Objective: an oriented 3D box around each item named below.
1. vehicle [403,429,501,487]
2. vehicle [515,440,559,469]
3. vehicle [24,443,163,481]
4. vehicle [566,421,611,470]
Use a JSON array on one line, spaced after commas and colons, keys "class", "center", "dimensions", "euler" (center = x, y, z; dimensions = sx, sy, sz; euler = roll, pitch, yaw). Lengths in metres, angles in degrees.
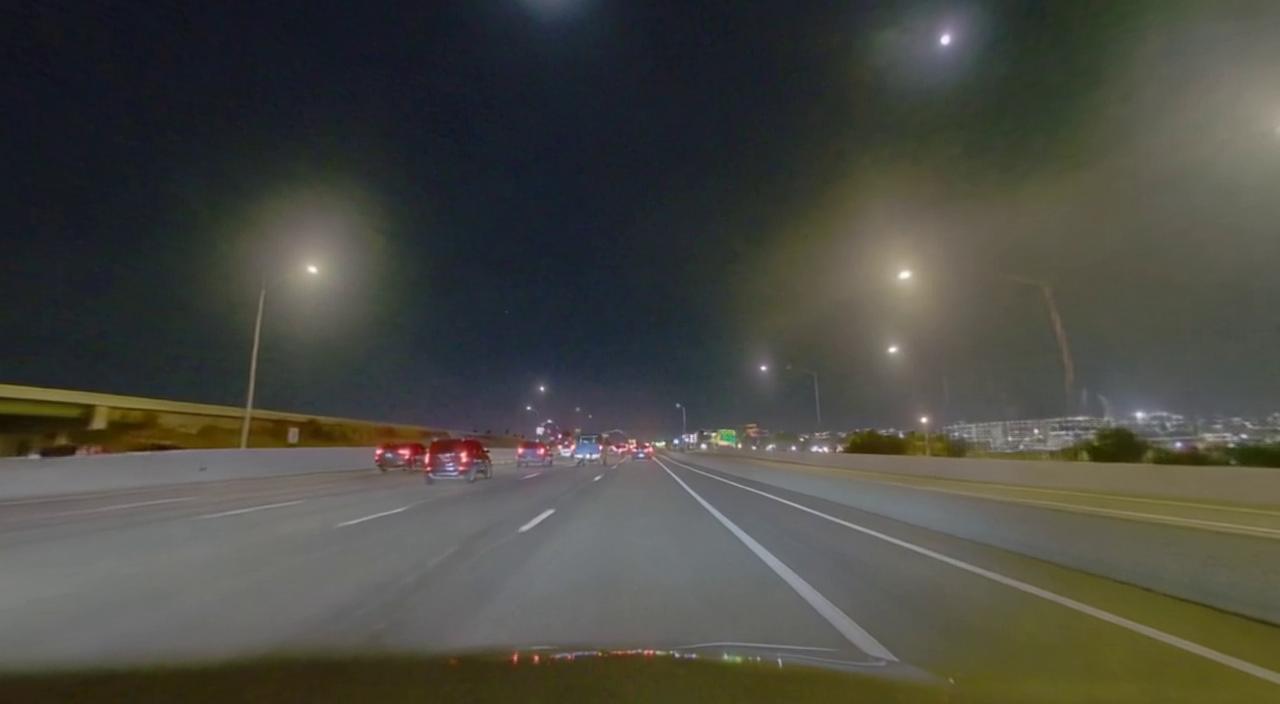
[{"class": "vehicle", "center": [-6.964, 3.993, 23.858], "dimensions": [2.179, 1.948, 4.618], "euler": [0, -9, 1]}, {"class": "vehicle", "center": [-6.822, 6.874, 42.120], "dimensions": [2.109, 1.784, 4.709], "euler": [0, -9, 1]}, {"class": "vehicle", "center": [-29.392, 5.921, 34.146], "dimensions": [2.298, 1.855, 5.828], "euler": [0, -9, 1]}, {"class": "vehicle", "center": [-3.183, 6.015, 40.207], "dimensions": [2.301, 2.843, 6.458], "euler": [0, -9, 0]}]
